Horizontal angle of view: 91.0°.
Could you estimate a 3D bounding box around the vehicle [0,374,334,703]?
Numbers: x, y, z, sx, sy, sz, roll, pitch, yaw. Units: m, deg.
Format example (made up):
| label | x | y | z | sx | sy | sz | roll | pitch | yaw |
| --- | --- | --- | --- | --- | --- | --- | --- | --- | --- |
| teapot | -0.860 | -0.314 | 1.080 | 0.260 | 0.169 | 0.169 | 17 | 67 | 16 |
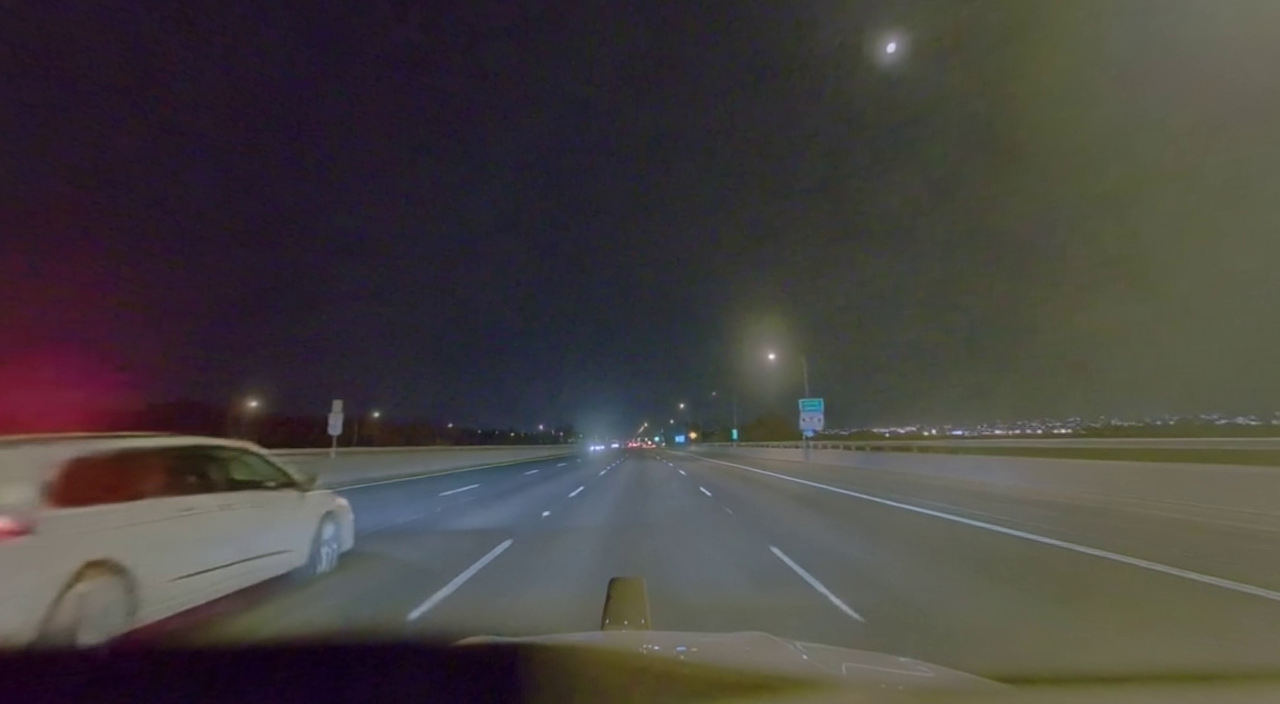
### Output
| label | x | y | z | sx | sy | sz | roll | pitch | yaw |
| --- | --- | --- | --- | --- | --- | --- | --- | --- | --- |
| vehicle | -3.951 | 1.029 | 3.845 | 2.012 | 1.570 | 4.126 | 0 | -8 | 1 |
